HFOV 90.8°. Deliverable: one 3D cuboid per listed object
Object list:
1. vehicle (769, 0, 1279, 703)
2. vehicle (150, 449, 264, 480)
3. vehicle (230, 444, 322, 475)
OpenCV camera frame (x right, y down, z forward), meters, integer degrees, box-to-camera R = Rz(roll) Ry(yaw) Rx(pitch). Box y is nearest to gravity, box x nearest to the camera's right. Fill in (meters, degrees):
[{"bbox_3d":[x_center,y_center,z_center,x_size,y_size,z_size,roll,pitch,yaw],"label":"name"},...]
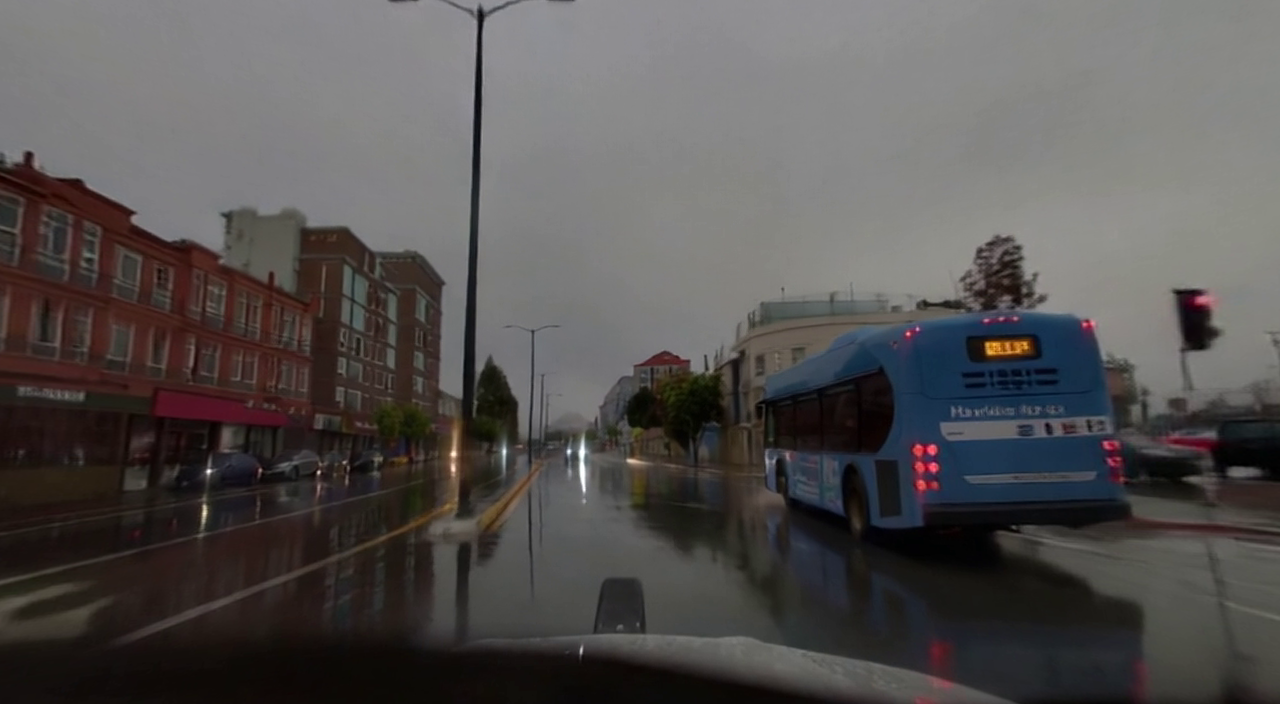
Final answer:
[{"bbox_3d":[3.622,0.200,4.063,3.194,3.345,12.428,0,-8,1],"label":"vehicle"},{"bbox_3d":[-22.903,5.948,33.648,4.592,1.474,1.880,3,-8,-21],"label":"vehicle"},{"bbox_3d":[-22.196,6.543,38.655,4.392,1.800,1.902,0,-8,-3],"label":"vehicle"}]
